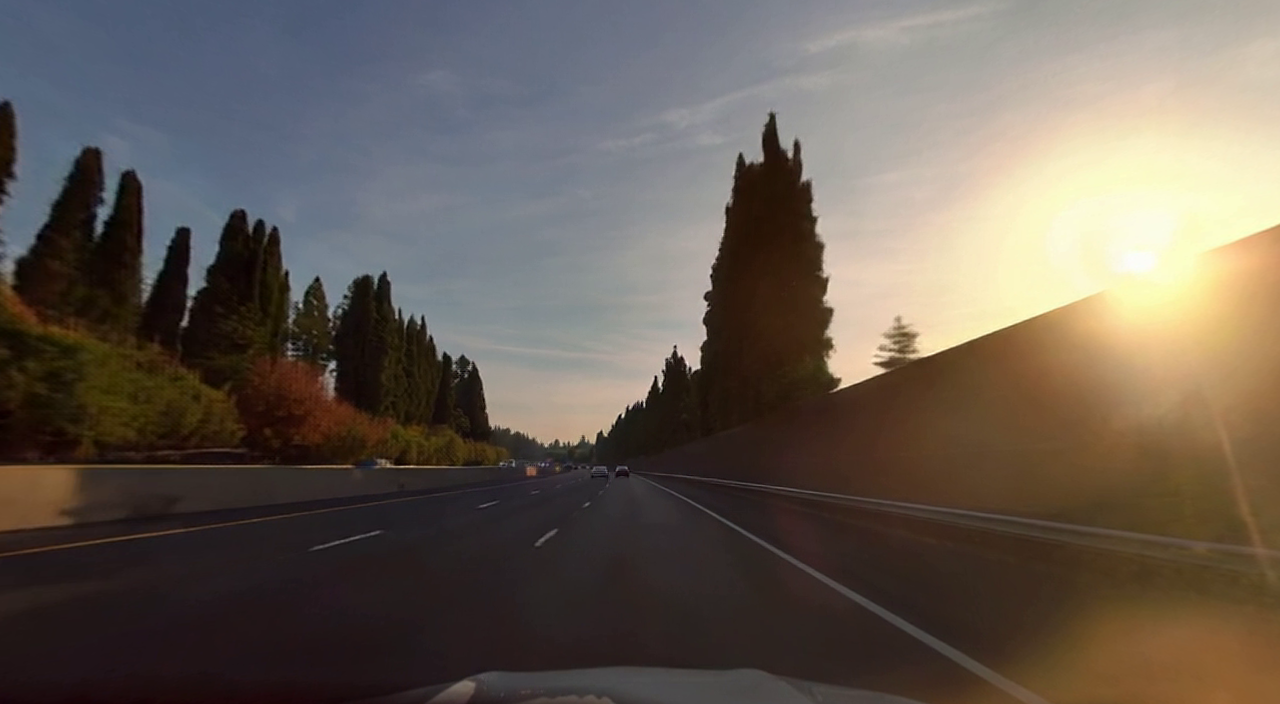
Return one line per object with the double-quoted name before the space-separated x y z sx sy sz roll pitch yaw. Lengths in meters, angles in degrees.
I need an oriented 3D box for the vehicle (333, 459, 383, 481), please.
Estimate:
"vehicle" -20.453 8.586 45.882 1.738 1.469 4.047 1 -10 -1
